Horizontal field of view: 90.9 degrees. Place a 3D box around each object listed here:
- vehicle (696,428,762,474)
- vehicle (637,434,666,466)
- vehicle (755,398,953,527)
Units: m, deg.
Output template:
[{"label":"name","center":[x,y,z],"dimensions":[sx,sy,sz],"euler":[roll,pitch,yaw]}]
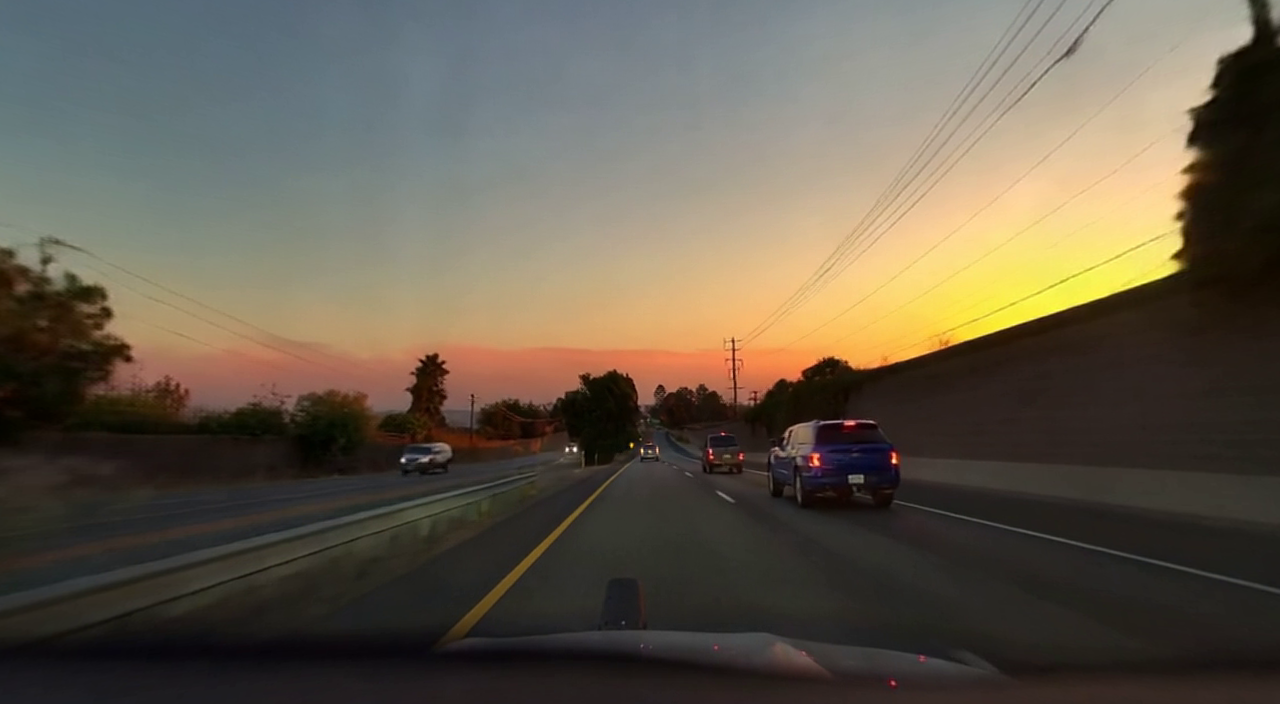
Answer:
[{"label":"vehicle","center":[4.532,5.194,33.181],"dimensions":[2.594,2.155,5.670],"euler":[-1,-8,0]},{"label":"vehicle","center":[0.801,7.453,48.220],"dimensions":[2.099,2.260,4.899],"euler":[-1,-8,0]},{"label":"vehicle","center":[3.973,2.184,12.926],"dimensions":[2.145,2.069,5.057],"euler":[0,-8,-1]}]
